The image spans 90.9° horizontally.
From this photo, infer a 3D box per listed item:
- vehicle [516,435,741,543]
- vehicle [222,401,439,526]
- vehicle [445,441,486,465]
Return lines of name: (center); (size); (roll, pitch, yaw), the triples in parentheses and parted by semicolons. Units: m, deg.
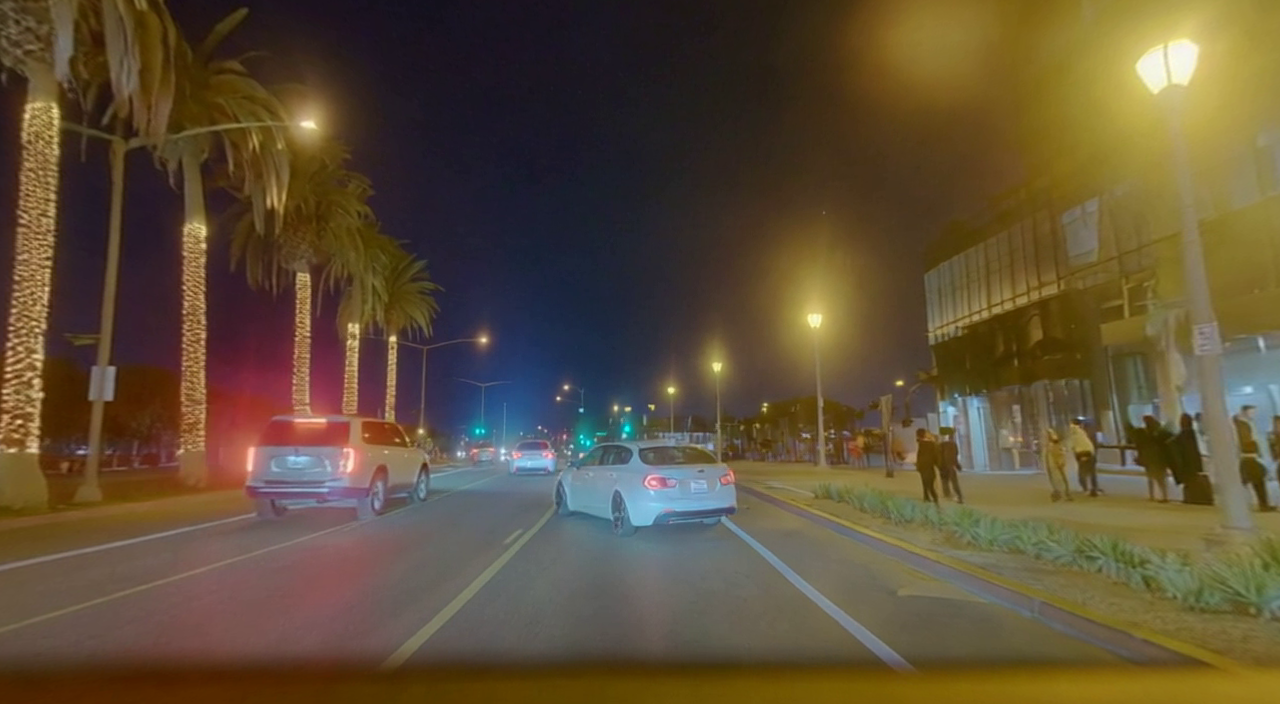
vehicle: (-0.469, 2.265, 11.214); (1.930, 1.477, 4.657); (5, -10, -30)
vehicle: (-6.026, 2.261, 13.277); (2.164, 2.047, 5.455); (0, -9, -5)
vehicle: (-12.029, 6.954, 43.605); (1.930, 1.583, 4.423); (0, -9, -5)
